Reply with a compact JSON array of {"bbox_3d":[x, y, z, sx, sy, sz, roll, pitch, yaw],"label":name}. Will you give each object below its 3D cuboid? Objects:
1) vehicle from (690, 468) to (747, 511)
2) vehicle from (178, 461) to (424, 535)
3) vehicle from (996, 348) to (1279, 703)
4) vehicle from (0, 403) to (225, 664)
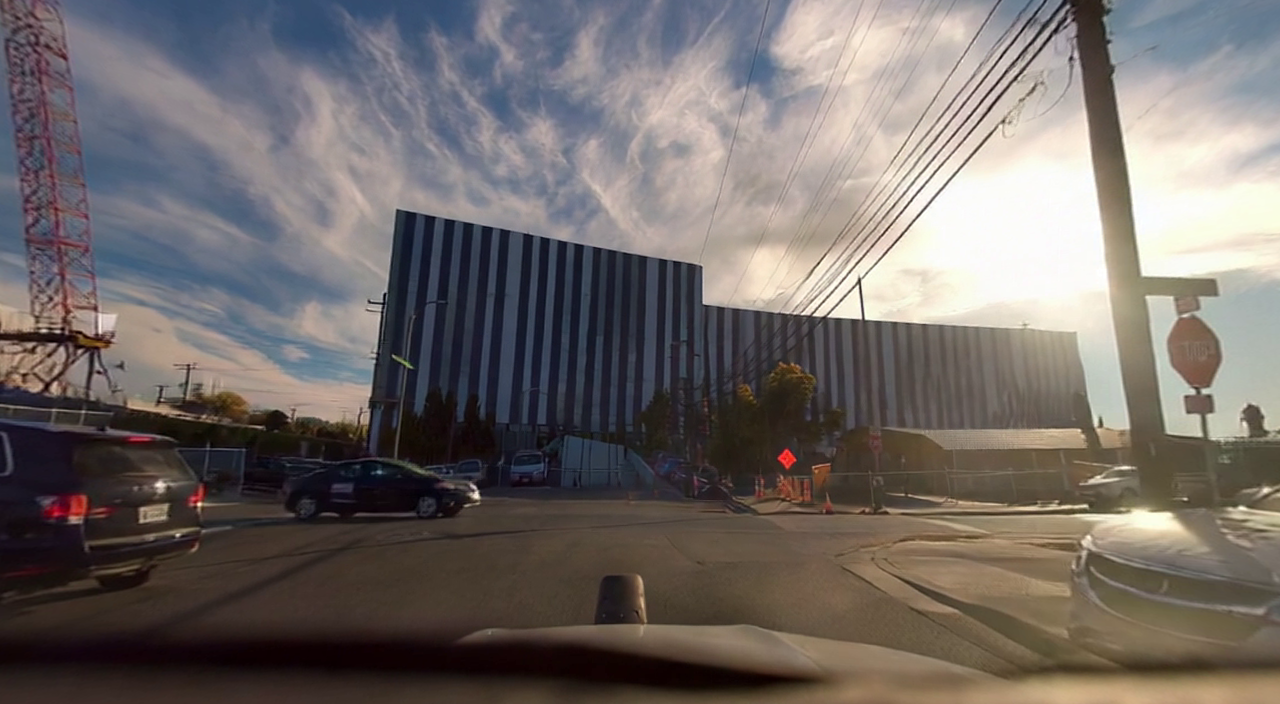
[{"bbox_3d":[3.786,6.674,31.068,2.007,1.804,4.136,0,-9,-4],"label":"vehicle"},{"bbox_3d":[-7.608,3.298,14.585,4.549,1.497,1.887,0,-8,-3],"label":"vehicle"},{"bbox_3d":[4.483,0.964,2.945,4.416,1.750,2.011,0,-9,-4],"label":"vehicle"},{"bbox_3d":[-6.616,1.166,4.987,5.025,1.648,2.055,5,-12,-2],"label":"vehicle"}]
